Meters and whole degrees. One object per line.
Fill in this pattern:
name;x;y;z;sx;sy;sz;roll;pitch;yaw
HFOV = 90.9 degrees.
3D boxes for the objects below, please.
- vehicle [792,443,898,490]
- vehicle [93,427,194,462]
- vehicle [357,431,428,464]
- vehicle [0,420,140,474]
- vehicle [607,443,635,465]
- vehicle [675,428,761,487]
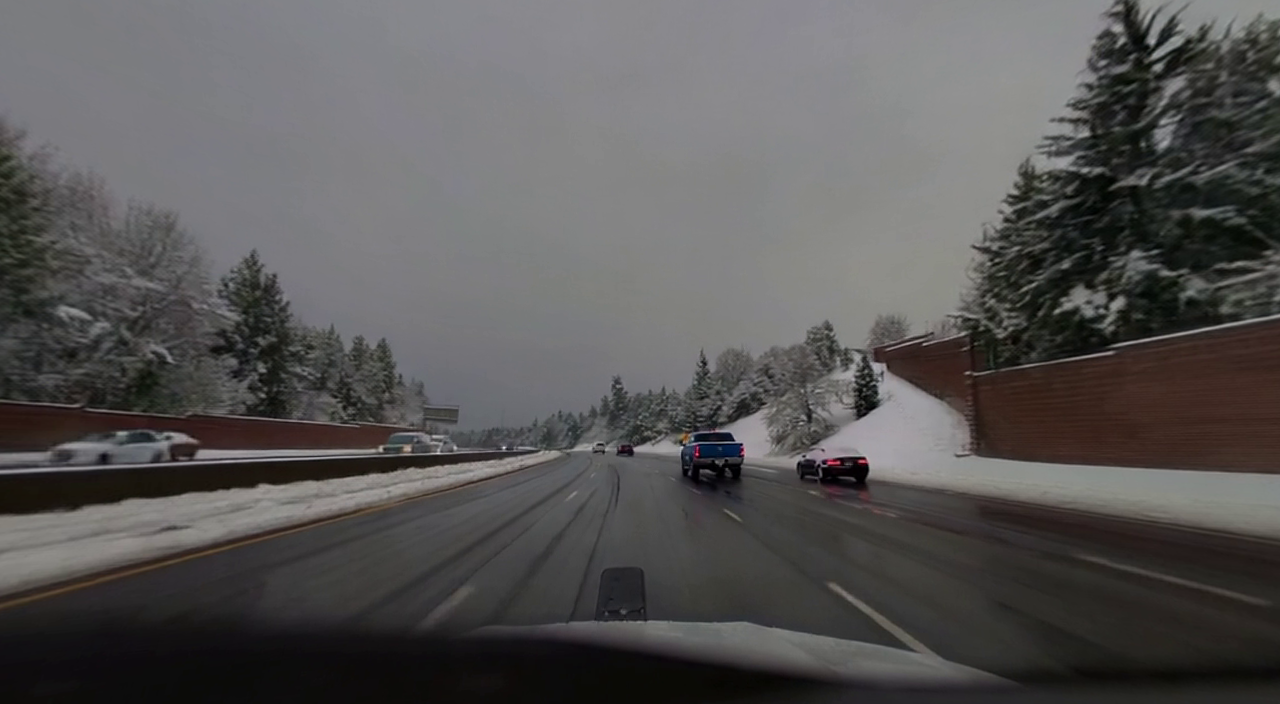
vehicle;7.193;4.058;22.808;1.976;1.485;4.925;0;-8;-3
vehicle;-32.599;6.112;41.659;2.194;2.133;5.403;0;-8;1
vehicle;-15.234;5.940;39.297;2.330;1.837;5.815;0;-8;-3
vehicle;-22.220;3.665;24.354;2.101;1.868;4.631;0;-8;-2
vehicle;-1.537;7.919;49.115;2.050;1.607;3.821;0;-8;-4
vehicle;2.794;3.983;24.172;2.374;1.952;5.431;0;-8;-2
